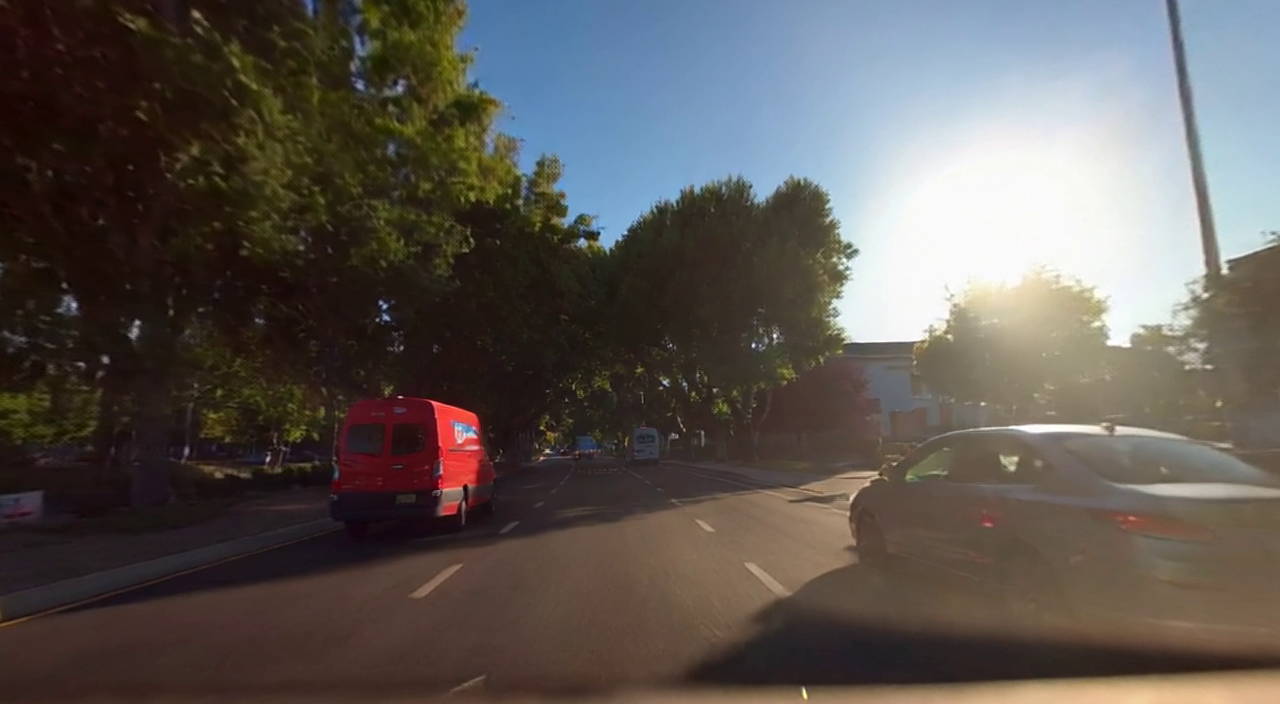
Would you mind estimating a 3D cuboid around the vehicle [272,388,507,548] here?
[{"bbox_3d":[-3.974,1.958,11.171,2.420,2.227,4.499,0,-9,-2],"label":"vehicle"}]

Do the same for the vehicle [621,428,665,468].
[{"bbox_3d":[0.129,6.675,44.088,2.397,2.566,5.324,1,-9,-6],"label":"vehicle"}]

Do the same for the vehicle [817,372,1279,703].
[{"bbox_3d":[3.252,1.265,5.163,2.087,1.658,4.612,0,-9,-2],"label":"vehicle"}]
